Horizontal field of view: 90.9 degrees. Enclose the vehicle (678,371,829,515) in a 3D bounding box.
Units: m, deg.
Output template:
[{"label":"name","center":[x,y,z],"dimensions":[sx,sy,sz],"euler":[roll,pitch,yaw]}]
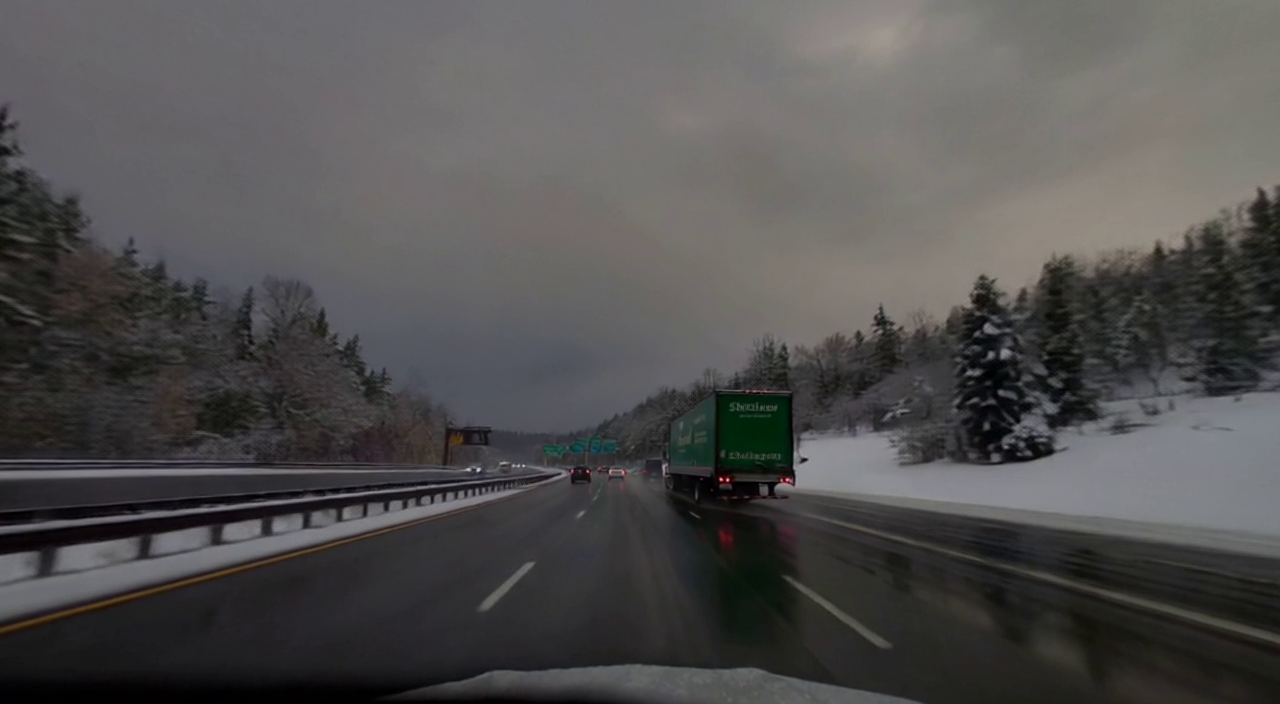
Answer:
[{"label":"vehicle","center":[3.843,4.002,26.041],"dimensions":[2.992,4.300,13.967],"euler":[1,-11,-3]}]
